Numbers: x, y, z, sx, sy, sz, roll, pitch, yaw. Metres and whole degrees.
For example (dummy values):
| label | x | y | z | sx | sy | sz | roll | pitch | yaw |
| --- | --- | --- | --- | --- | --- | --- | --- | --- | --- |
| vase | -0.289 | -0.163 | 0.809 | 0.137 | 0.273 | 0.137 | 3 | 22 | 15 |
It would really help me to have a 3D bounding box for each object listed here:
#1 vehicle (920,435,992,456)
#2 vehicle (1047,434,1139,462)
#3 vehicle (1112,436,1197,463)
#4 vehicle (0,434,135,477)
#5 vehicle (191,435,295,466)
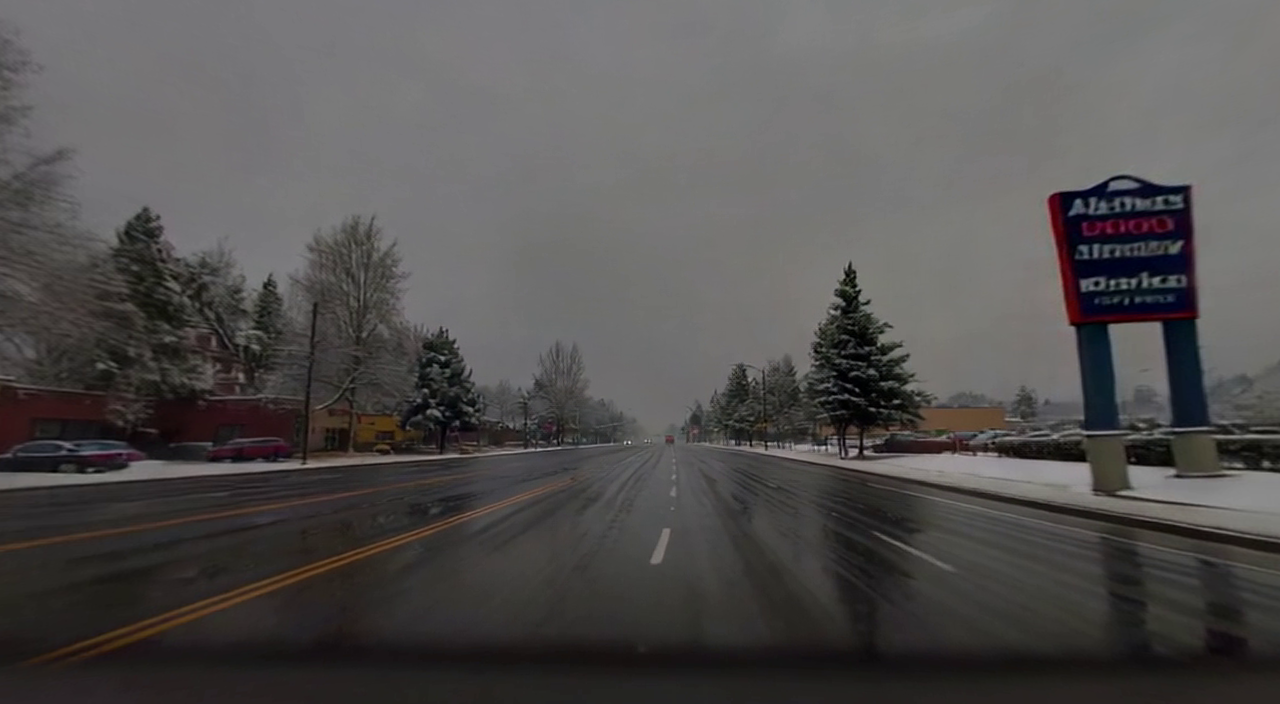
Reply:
| label | x | y | z | sx | sy | sz | roll | pitch | yaw |
| --- | --- | --- | --- | --- | --- | --- | --- | --- | --- |
| vehicle | 22.343 | 6.618 | 44.761 | 4.095 | 1.386 | 1.784 | 0 | -8 | 1 |
| vehicle | 28.049 | 5.978 | 39.359 | 2.129 | 1.652 | 5.150 | 0 | -9 | 3 |
| vehicle | 31.228 | 5.927 | 38.530 | 1.825 | 1.572 | 4.229 | 0 | -9 | 4 |
| vehicle | -25.590 | 4.585 | 28.029 | 4.620 | 1.801 | 2.017 | 0 | -9 | 3 |
| vehicle | -27.170 | 6.753 | 43.502 | 2.139 | 1.987 | 5.536 | -5 | -10 | 32 |
